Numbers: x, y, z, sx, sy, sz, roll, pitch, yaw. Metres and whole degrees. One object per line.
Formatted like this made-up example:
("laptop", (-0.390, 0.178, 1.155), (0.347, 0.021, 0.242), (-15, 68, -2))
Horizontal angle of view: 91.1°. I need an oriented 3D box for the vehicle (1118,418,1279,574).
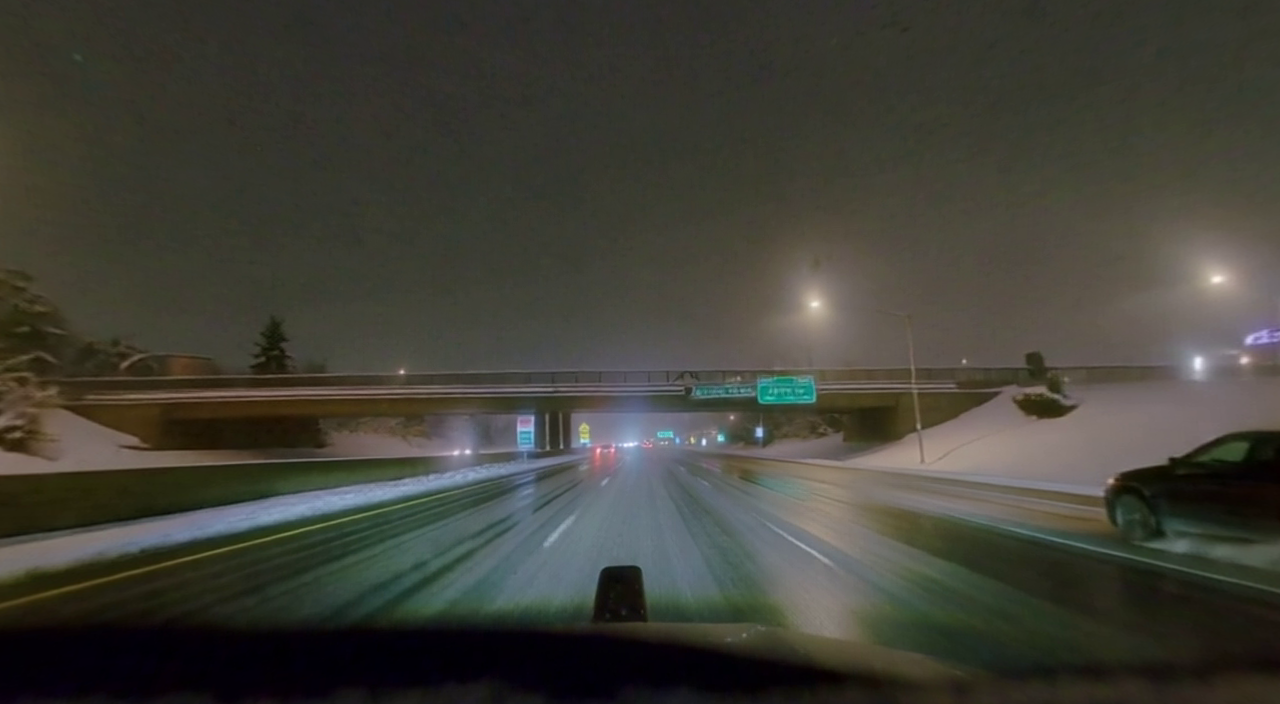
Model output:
("vehicle", (7.661, 1.451, 6.235), (2.032, 1.601, 4.863), (0, -8, 1))
